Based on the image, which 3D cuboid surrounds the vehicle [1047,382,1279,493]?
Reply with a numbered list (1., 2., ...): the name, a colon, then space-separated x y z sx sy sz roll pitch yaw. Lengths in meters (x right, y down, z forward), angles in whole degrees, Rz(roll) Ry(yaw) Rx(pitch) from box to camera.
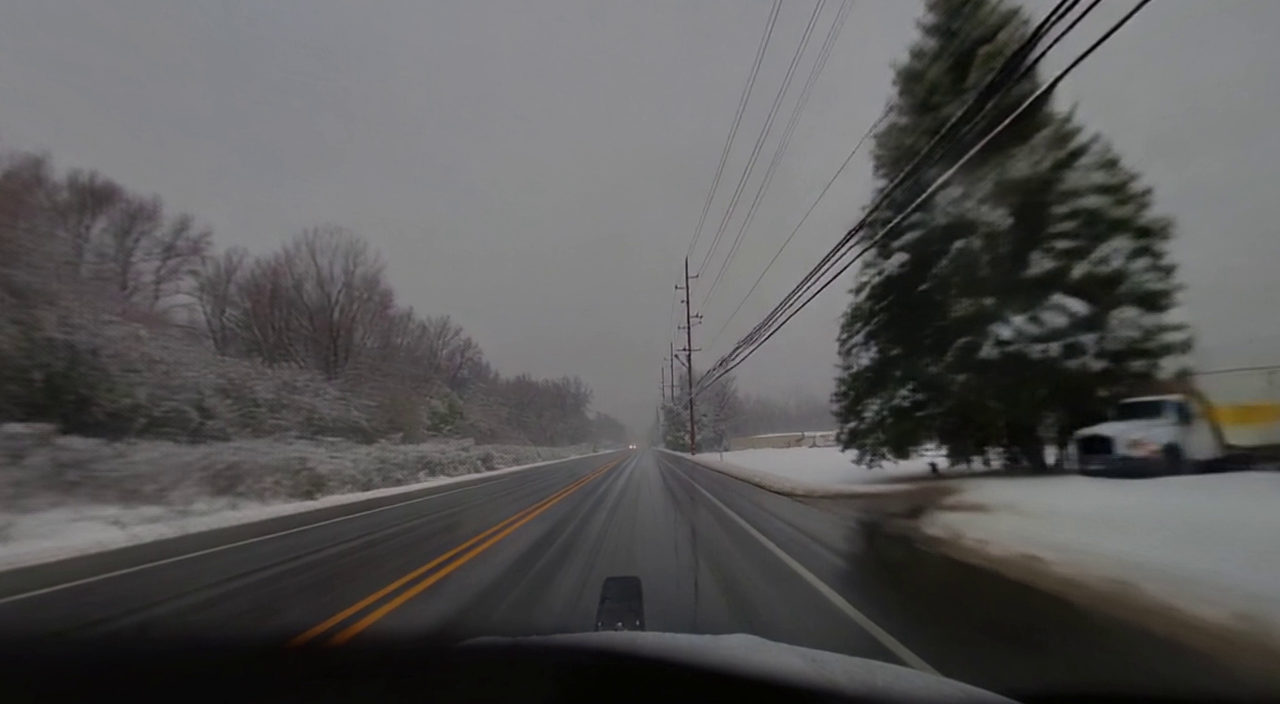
1. vehicle: 15.504 2.426 17.936 2.923 2.494 7.148 -1 -8 -1
